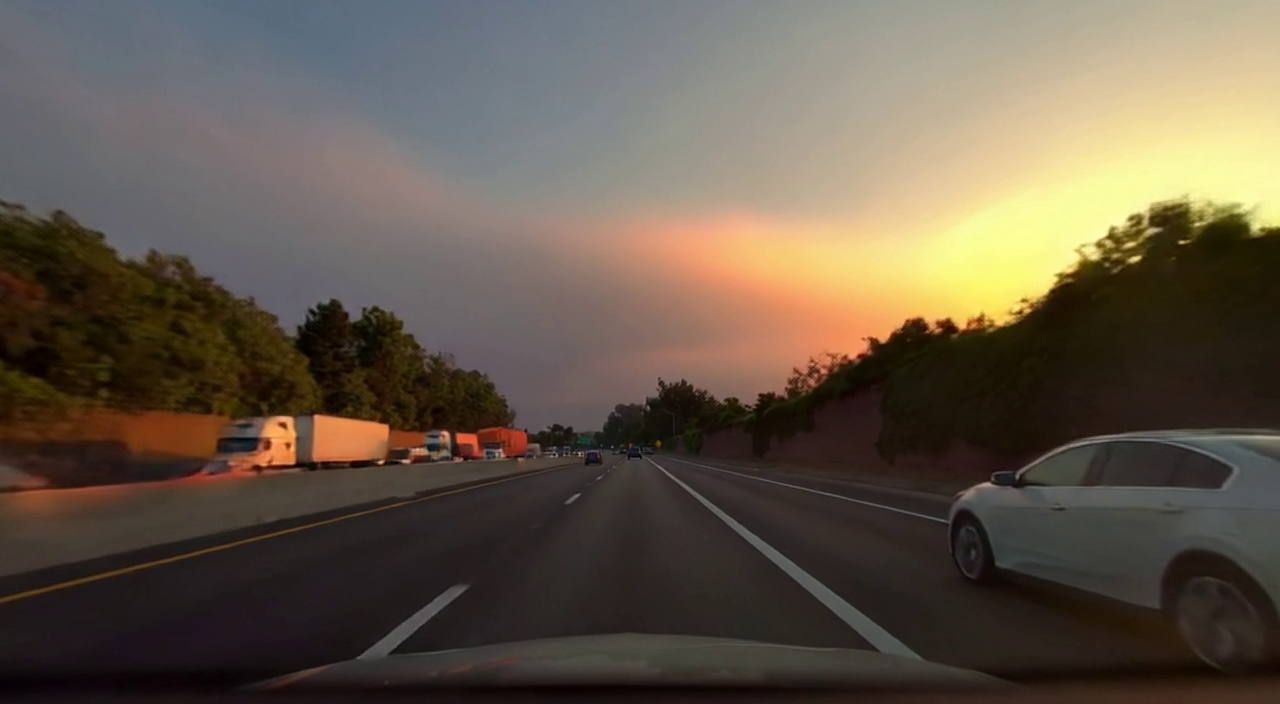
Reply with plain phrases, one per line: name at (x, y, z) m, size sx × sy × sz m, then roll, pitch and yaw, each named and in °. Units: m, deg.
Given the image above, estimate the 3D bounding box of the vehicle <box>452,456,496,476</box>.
vehicle at (-11.792, 8.106, 45.008) m, size 1.930 × 1.372 × 3.971 m, roll -1°, pitch -9°, yaw 3°

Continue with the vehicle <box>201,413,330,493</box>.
vehicle at (-20.470, 5.595, 35.044) m, size 2.971 × 3.945 × 6.653 m, roll 0°, pitch -9°, yaw 0°

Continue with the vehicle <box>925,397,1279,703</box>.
vehicle at (3.852, 1.139, 3.942) m, size 2.053 × 1.504 × 4.386 m, roll 0°, pitch -9°, yaw 0°

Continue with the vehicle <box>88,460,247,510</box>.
vehicle at (-16.099, 4.515, 21.884) m, size 1.878 × 1.452 × 4.765 m, roll 0°, pitch -9°, yaw -1°

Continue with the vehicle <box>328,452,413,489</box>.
vehicle at (-11.756, 5.169, 27.801) m, size 1.859 × 1.455 × 4.185 m, roll 0°, pitch -9°, yaw 0°
